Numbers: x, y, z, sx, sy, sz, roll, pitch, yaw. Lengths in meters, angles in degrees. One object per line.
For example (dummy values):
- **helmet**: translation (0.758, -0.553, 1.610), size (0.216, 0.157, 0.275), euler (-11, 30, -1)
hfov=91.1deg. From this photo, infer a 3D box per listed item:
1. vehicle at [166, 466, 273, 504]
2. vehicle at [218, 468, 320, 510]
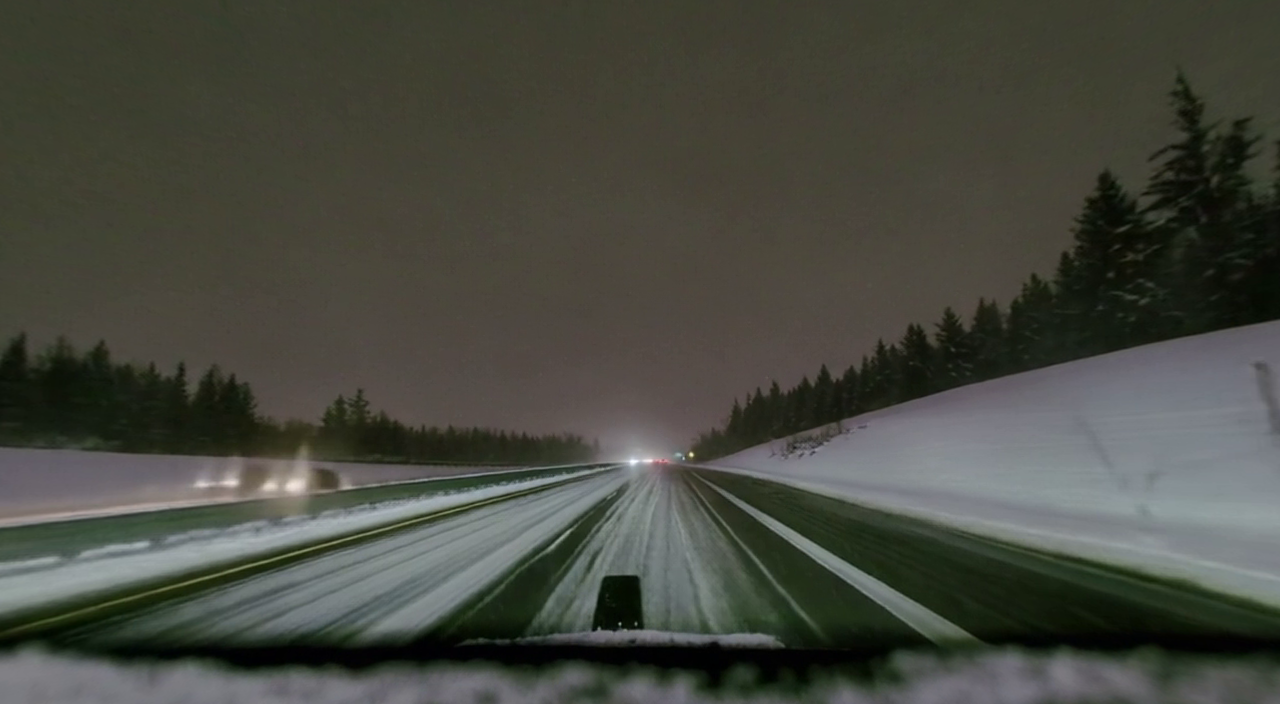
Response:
- **vehicle**: translation (-19.456, 6.154, 29.343), size (1.875, 1.522, 4.191), euler (-1, -9, 3)
- **vehicle**: translation (-14.990, 5.539, 25.667), size (1.755, 1.458, 3.716), euler (-1, -9, 3)
